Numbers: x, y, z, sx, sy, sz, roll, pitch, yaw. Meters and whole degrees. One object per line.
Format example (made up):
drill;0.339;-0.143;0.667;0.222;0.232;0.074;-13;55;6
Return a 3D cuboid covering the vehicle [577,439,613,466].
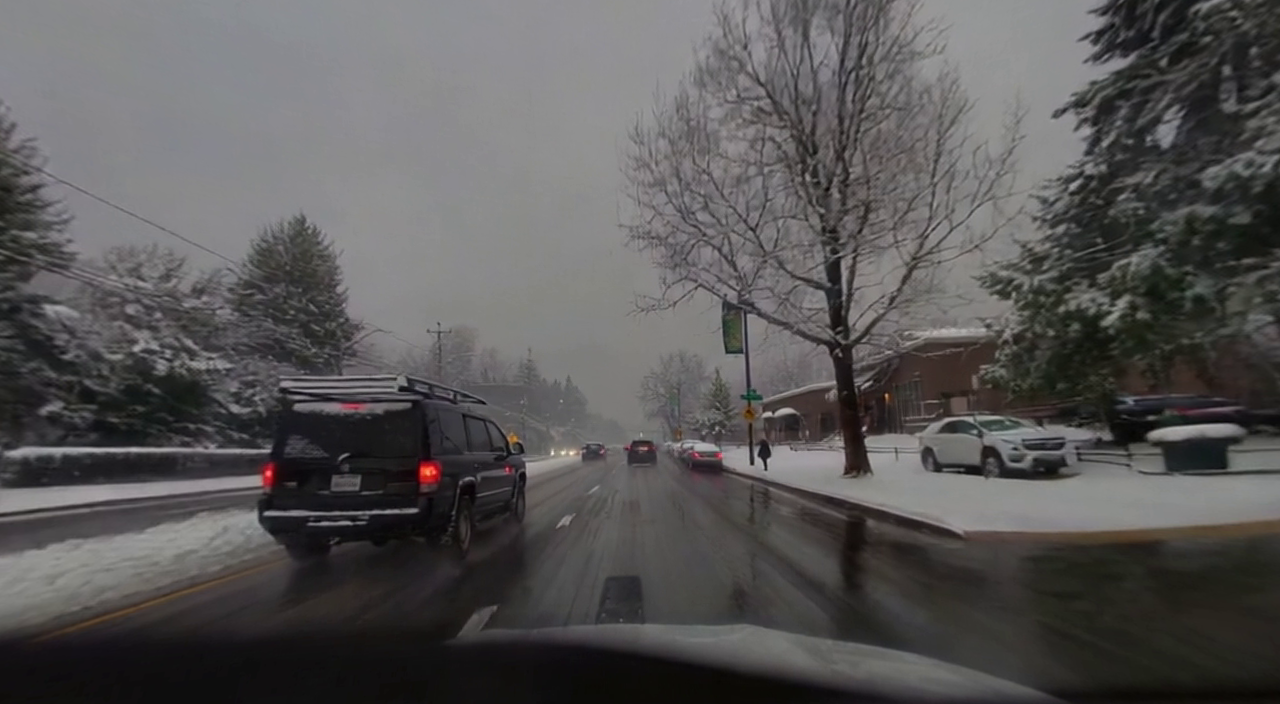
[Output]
vehicle;-2.877;6.576;41.318;2.028;1.689;4.162;0;-9;1

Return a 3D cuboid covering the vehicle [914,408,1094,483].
vehicle;10.581;2.820;19.103;2.062;1.897;5.751;0;-8;1

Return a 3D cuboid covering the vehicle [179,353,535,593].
vehicle;-2.931;1.452;8.231;2.213;2.123;5.124;0;-9;0

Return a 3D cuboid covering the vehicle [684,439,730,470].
vehicle;3.773;5.842;36.187;1.947;1.646;4.782;0;-9;-2

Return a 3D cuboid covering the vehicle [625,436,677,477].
vehicle;0.441;4.628;28.140;2.126;1.657;4.132;0;-9;0
